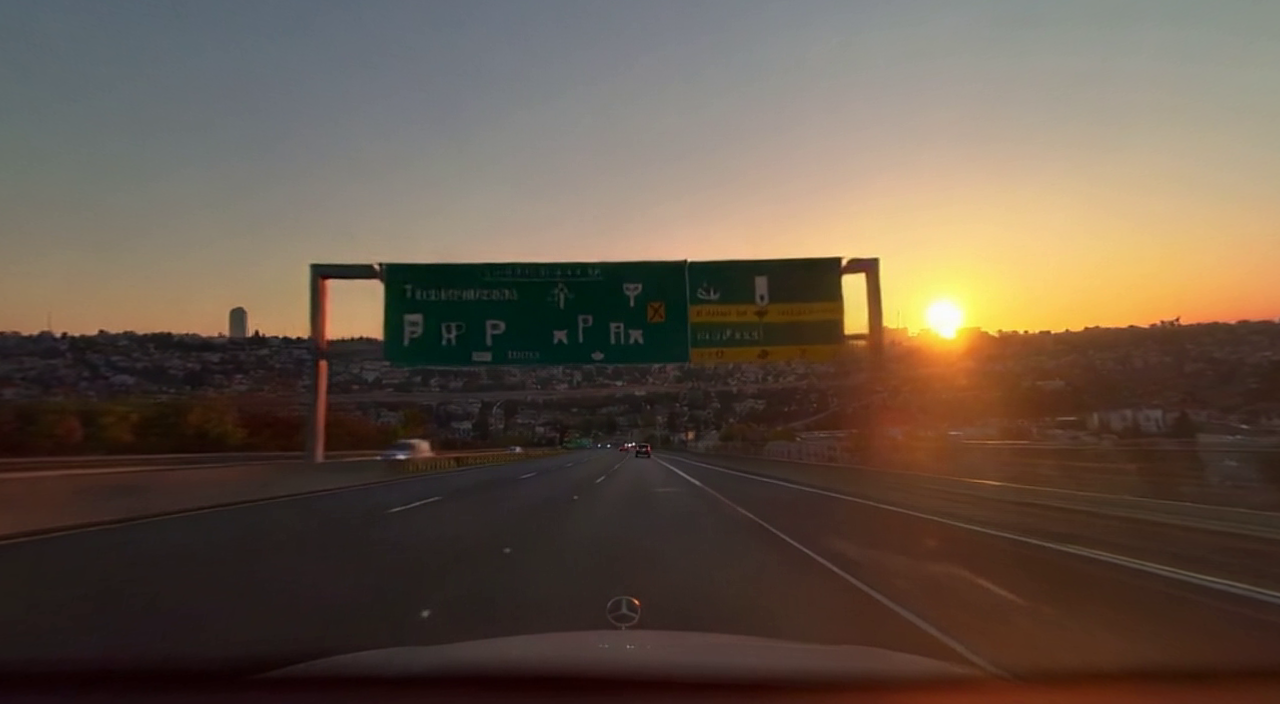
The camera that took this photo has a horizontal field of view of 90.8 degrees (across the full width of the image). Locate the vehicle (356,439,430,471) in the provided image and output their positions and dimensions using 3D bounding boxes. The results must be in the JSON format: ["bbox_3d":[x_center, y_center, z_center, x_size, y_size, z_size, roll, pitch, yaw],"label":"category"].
[{"bbox_3d":[-15.177,6.355,39.185,2.258,1.818,5.703,0,-9,0],"label":"vehicle"}]
